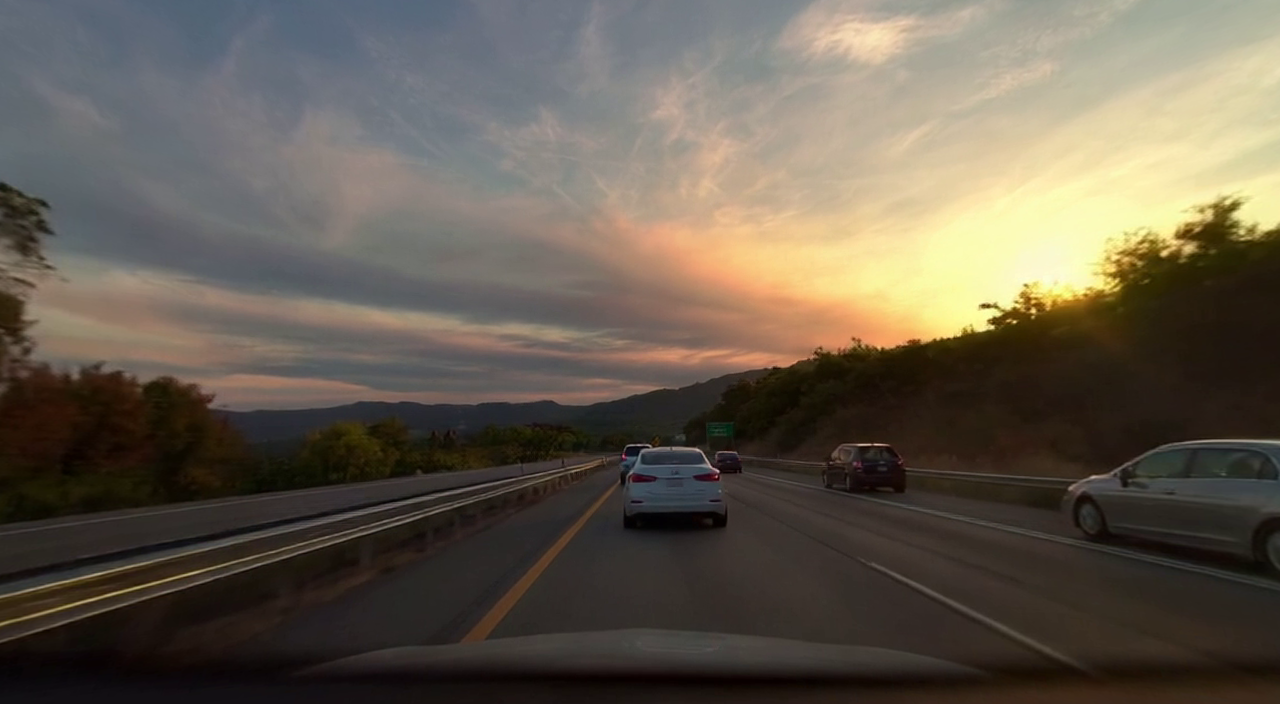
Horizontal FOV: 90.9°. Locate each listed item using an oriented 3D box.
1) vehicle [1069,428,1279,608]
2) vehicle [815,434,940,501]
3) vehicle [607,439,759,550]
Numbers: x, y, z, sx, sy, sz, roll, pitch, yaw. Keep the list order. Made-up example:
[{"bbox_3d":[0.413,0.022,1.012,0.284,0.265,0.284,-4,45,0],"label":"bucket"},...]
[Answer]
[{"bbox_3d":[6.351,1.464,5.767,1.965,1.484,4.090,0,-9,0],"label":"vehicle"},{"bbox_3d":[6.772,3.338,18.525,1.980,1.702,4.235,0,-9,0],"label":"vehicle"},{"bbox_3d":[0.577,2.258,10.569,2.076,1.485,3.774,0,-9,0],"label":"vehicle"}]
